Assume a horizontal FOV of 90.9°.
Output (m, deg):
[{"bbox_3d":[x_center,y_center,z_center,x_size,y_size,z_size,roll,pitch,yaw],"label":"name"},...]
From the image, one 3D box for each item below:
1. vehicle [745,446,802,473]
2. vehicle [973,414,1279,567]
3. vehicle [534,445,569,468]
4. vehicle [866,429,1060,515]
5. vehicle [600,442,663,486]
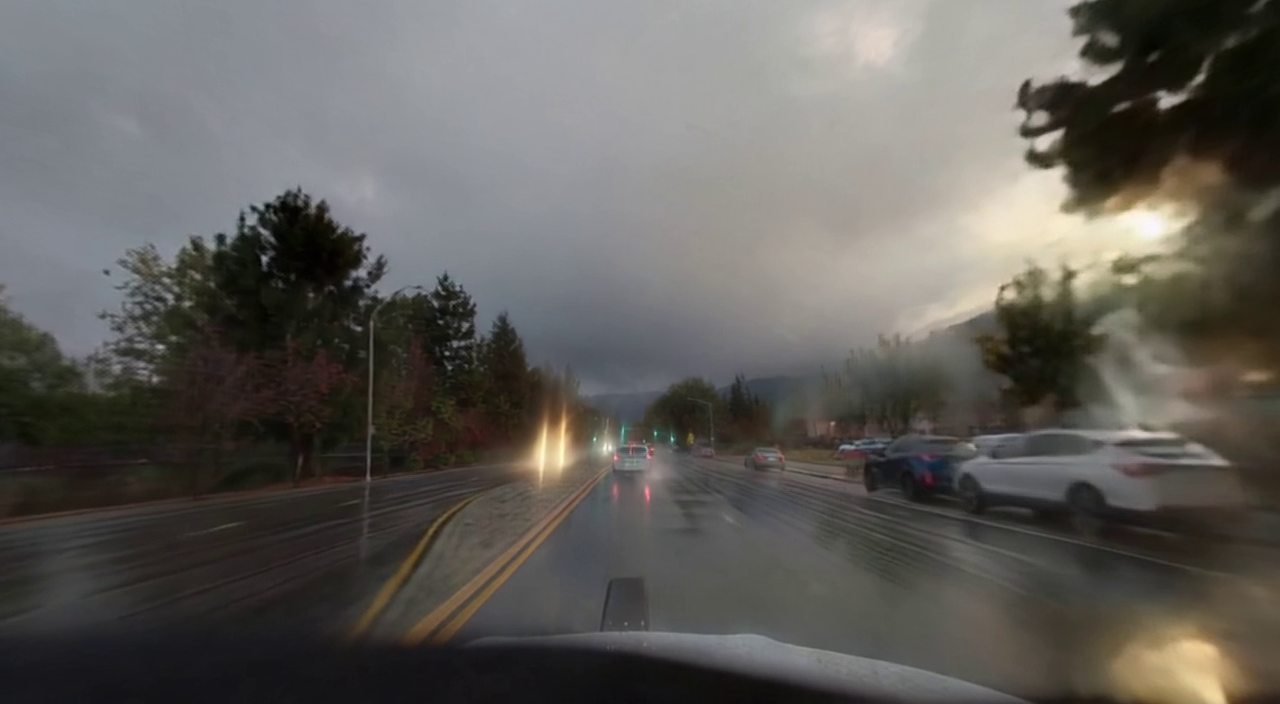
[{"bbox_3d":[7.766,6.310,37.158,2.131,1.474,4.752,0,-9,-2],"label":"vehicle"},{"bbox_3d":[7.894,2.043,10.139,2.185,1.818,5.038,0,-9,-2],"label":"vehicle"},{"bbox_3d":[-6.790,8.077,48.886,2.083,1.646,4.293,0,-9,1],"label":"vehicle"},{"bbox_3d":[7.725,2.910,15.857,2.064,1.792,5.053,0,-9,-2],"label":"vehicle"},{"bbox_3d":[-0.306,4.122,23.493,2.099,1.470,4.302,0,-9,0],"label":"vehicle"}]
